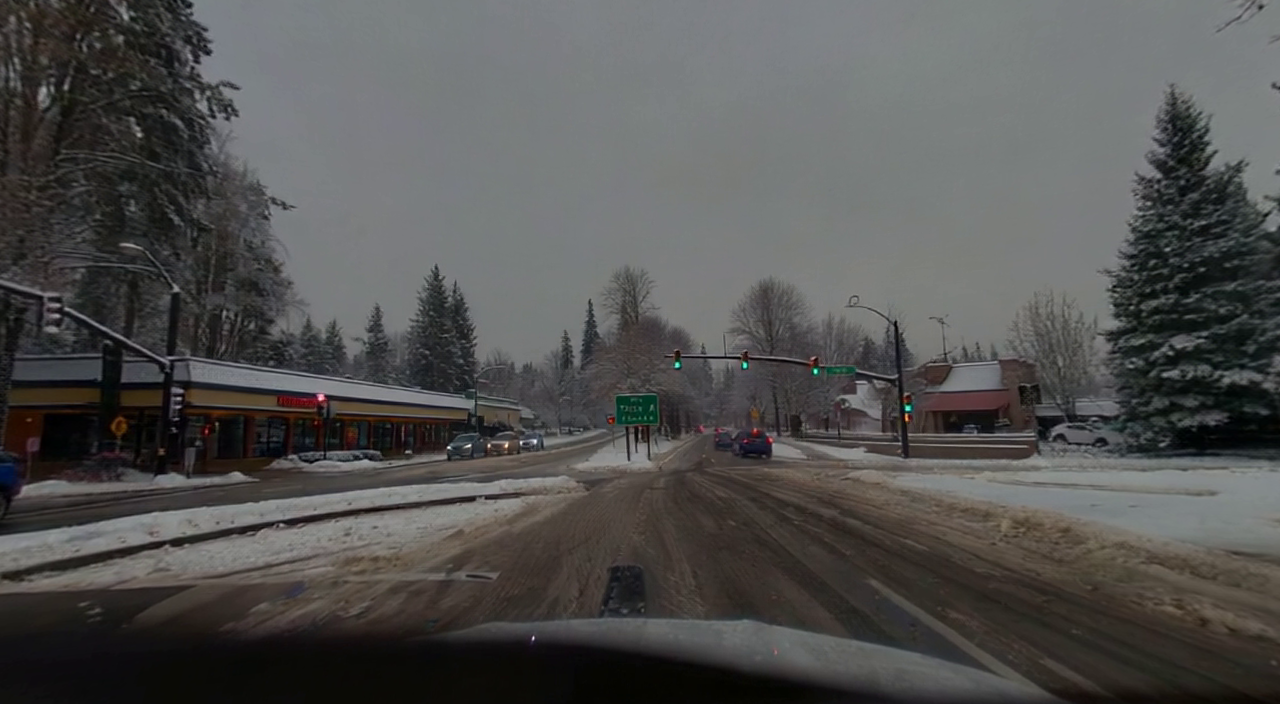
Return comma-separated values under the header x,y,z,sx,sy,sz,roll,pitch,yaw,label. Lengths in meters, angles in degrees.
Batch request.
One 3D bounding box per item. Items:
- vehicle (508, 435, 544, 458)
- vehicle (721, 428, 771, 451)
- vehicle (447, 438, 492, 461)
x,y,z,sx,sy,sz,roll,pitch,yaw,label
-8.056,6.744,44.929,1.920,1.546,4.086,0,-9,-2,vehicle
7.934,6.680,47.762,1.936,1.664,4.667,2,-9,-14,vehicle
-11.763,6.785,43.791,2.111,1.499,4.371,0,-9,-3,vehicle
